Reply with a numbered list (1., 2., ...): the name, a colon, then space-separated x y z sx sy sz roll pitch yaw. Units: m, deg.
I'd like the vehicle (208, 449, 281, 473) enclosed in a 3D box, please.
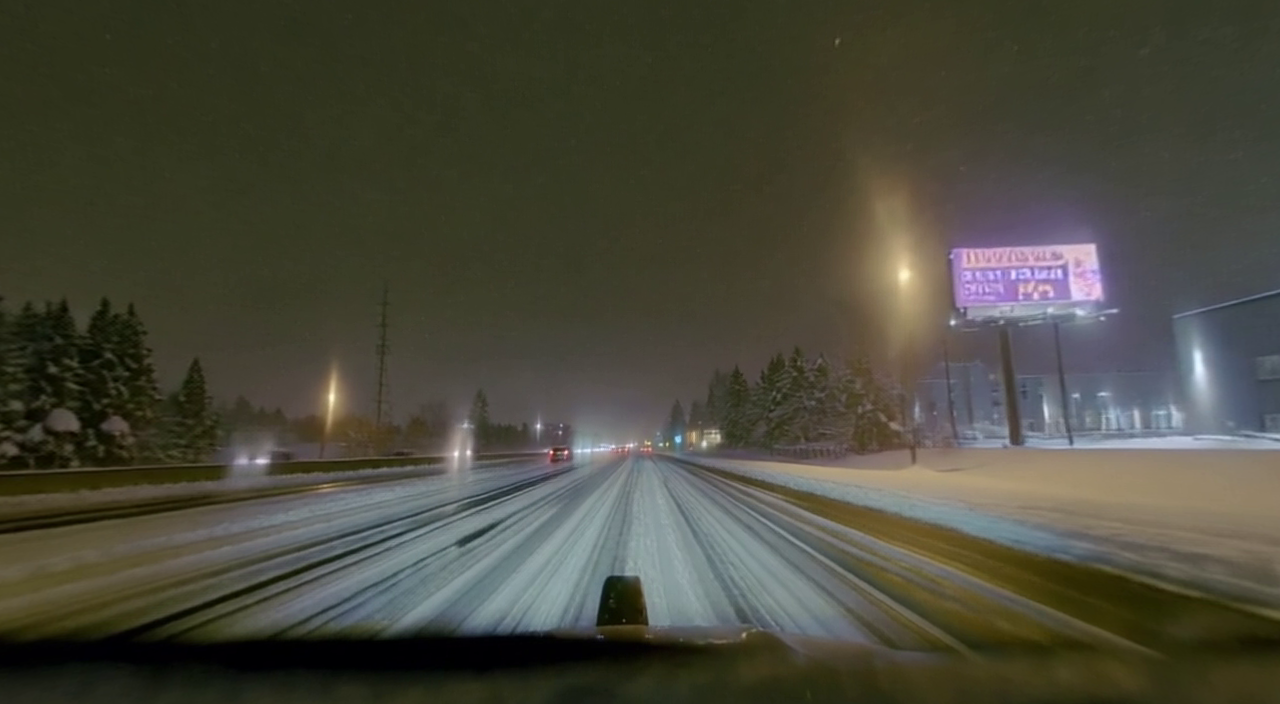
1. vehicle: -27.847 7.703 44.656 1.954 1.547 4.875 0 -8 1
